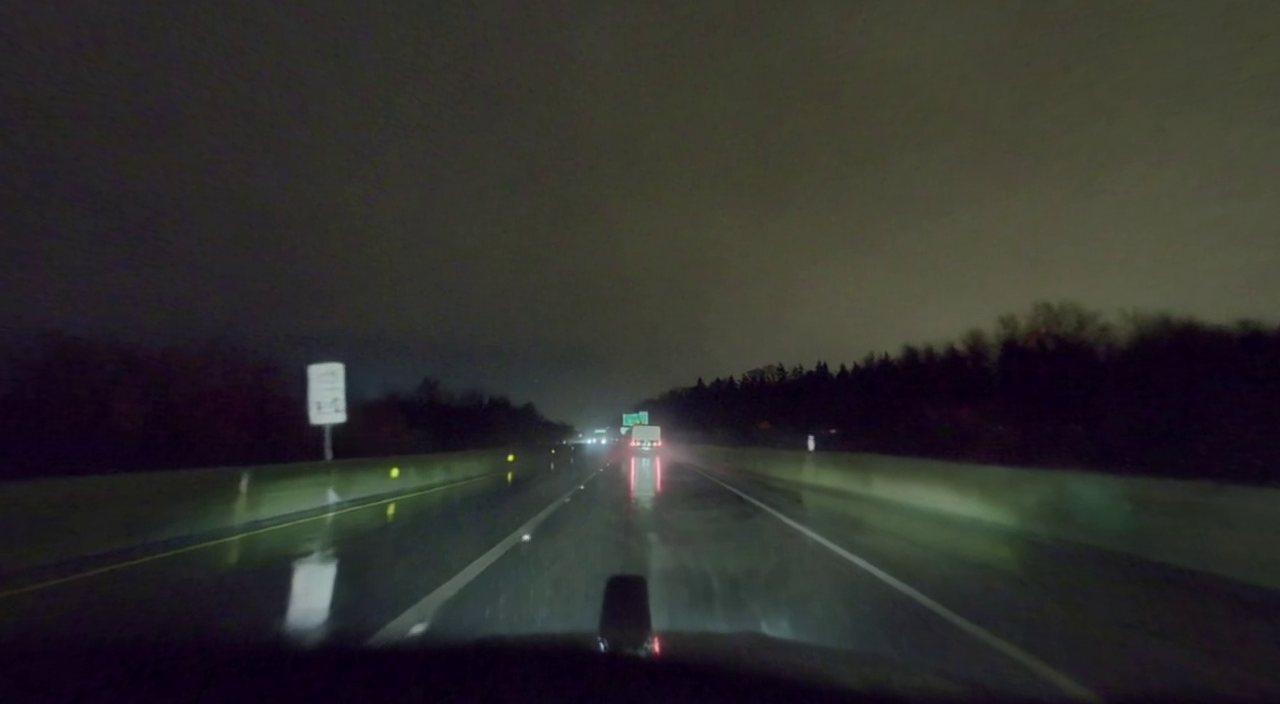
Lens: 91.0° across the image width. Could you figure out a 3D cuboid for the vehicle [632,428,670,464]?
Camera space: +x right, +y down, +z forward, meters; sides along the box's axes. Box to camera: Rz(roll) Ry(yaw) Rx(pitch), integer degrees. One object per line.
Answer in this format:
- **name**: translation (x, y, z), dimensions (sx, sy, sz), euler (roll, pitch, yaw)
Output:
- **vehicle**: translation (0.695, 5.931, 39.735), dimensions (2.277, 2.109, 4.922), euler (0, -8, 1)
